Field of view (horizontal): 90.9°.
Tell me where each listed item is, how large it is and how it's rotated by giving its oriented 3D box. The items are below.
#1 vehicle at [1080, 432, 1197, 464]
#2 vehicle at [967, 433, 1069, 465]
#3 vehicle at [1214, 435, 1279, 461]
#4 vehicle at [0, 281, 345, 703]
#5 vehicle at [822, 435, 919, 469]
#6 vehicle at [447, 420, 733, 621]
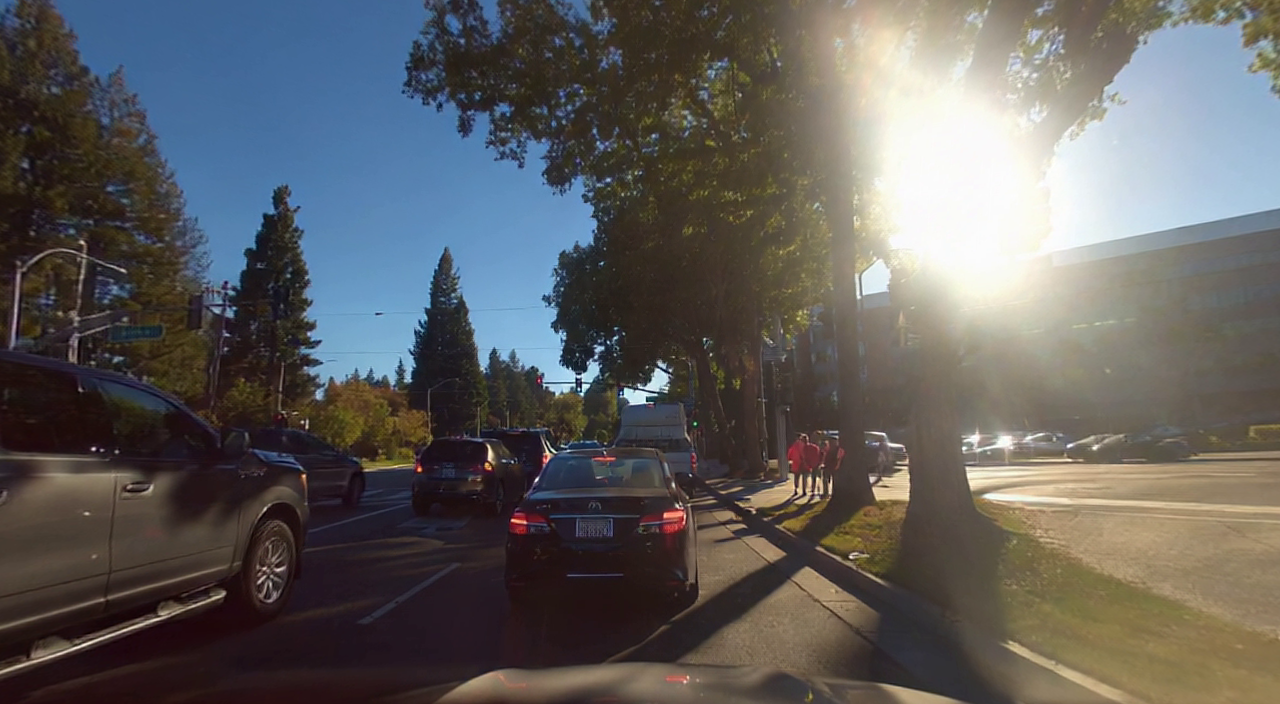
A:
[{"bbox_3d":[28.946,5.577,36.707,4.967,1.794,2.044,0,-9,2],"label":"vehicle"},{"bbox_3d":[21.944,5.655,36.712,4.529,1.786,2.110,0,-9,2],"label":"vehicle"},{"bbox_3d":[36.268,5.513,36.145,4.643,1.464,1.840,-1,-9,3],"label":"vehicle"},{"bbox_3d":[-3.683,0.745,2.815,2.202,1.961,4.980,0,-9,1],"label":"vehicle"},{"bbox_3d":[12.213,5.335,33.625,4.394,1.724,1.886,0,-9,1],"label":"vehicle"},{"bbox_3d":[-0.377,1.608,7.039,2.144,1.497,4.446,0,-9,0],"label":"vehicle"}]
